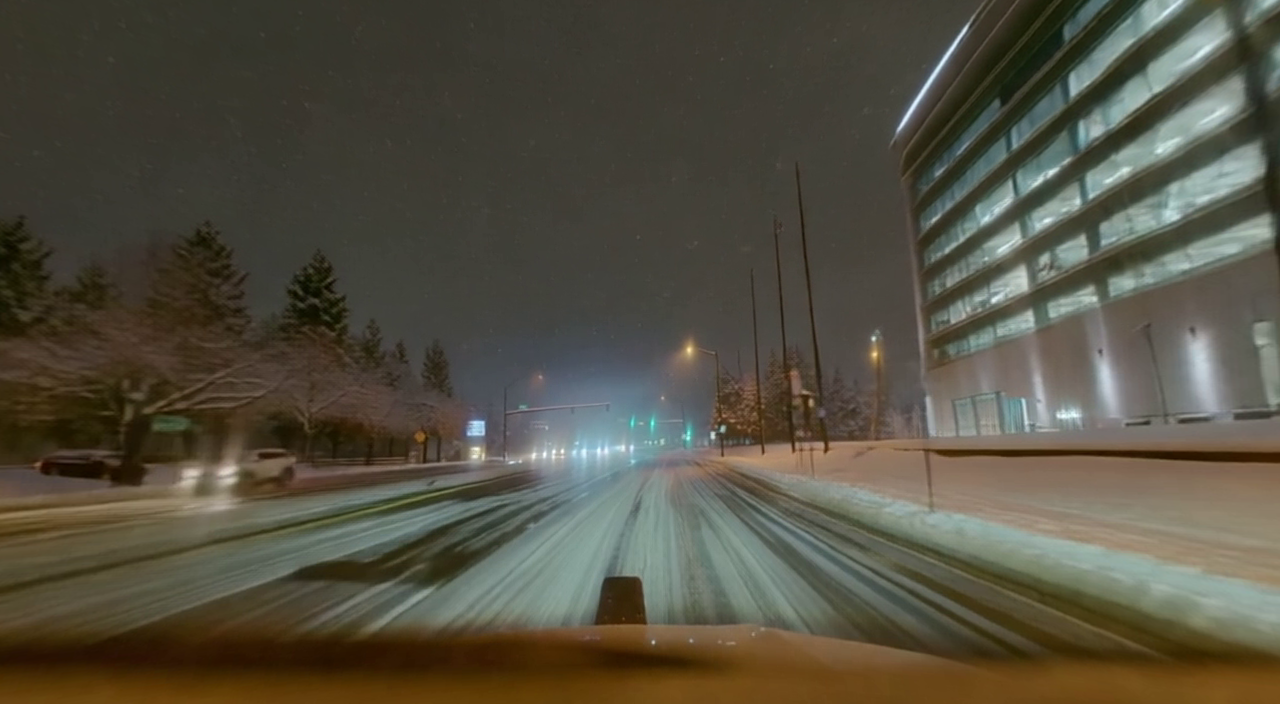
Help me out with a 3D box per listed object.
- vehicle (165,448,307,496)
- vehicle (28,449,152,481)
[{"bbox_3d":[-14.472,4.280,22.887,1.920,1.512,4.657,0,-9,2],"label":"vehicle"},{"bbox_3d":[-29.124,5.983,33.373,4.692,1.576,1.864,0,-9,-2],"label":"vehicle"}]
